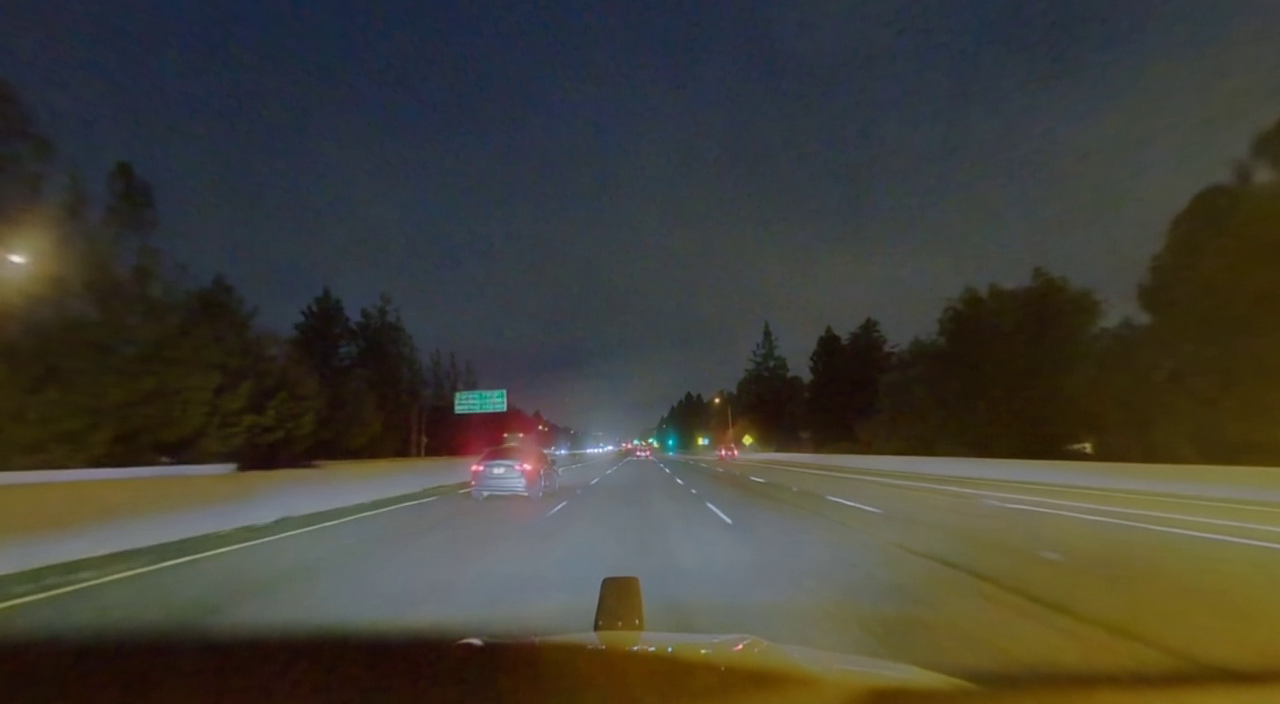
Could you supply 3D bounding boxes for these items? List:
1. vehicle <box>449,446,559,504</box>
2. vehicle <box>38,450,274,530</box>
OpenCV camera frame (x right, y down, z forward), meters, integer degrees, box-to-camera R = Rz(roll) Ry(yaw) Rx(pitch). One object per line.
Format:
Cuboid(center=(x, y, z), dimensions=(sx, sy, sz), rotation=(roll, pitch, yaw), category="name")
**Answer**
Cuboid(center=(-3.843, 3.575, 18.782), dimensions=(2.162, 1.493, 4.583), rotation=(0, -9, 1), category="vehicle")
Cuboid(center=(-10.790, 3.053, 14.590), dimensions=(1.884, 1.533, 4.449), rotation=(0, -9, 0), category="vehicle")
